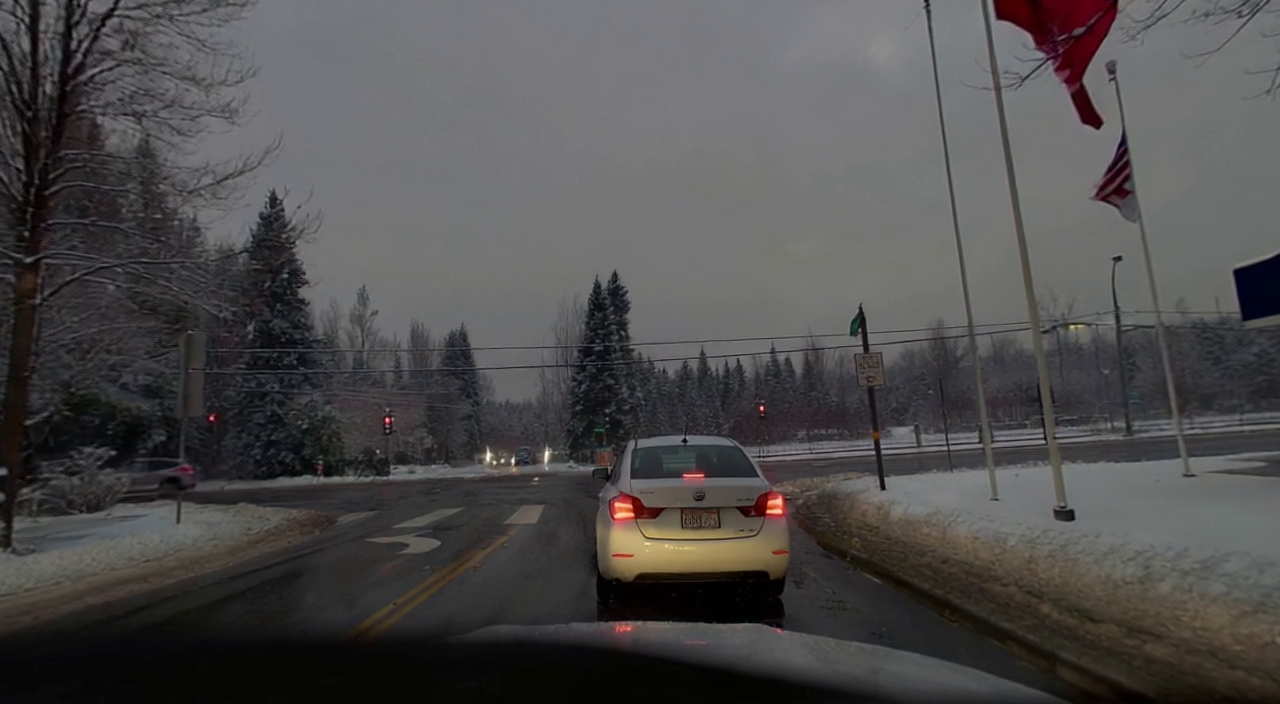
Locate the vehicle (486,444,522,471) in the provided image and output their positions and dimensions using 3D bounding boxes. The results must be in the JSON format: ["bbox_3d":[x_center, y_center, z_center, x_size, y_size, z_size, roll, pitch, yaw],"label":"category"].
[{"bbox_3d":[-10.389,8.100,48.541,2.212,1.948,4.537,1,-9,-6],"label":"vehicle"}]

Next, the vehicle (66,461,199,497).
[{"bbox_3d":[-22.925,5.724,28.597,4.278,1.475,1.804,0,-9,-5],"label":"vehicle"}]

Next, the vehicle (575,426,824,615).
[{"bbox_3d":[0.384,1.621,6.897,1.985,1.463,3.647,0,-9,-3],"label":"vehicle"}]
